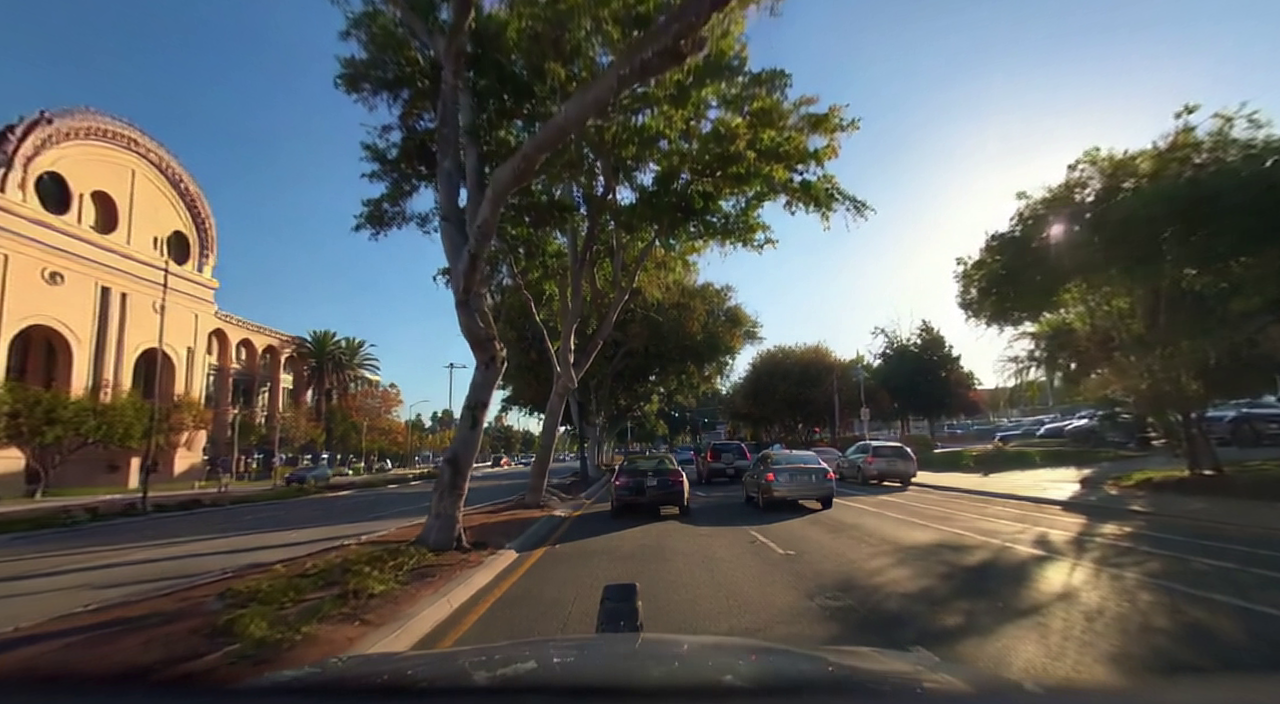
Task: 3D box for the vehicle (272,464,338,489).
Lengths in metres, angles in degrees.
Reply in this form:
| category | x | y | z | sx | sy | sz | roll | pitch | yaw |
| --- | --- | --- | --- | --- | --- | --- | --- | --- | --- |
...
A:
| category | x | y | z | sx | sy | sz | roll | pitch | yaw |
| --- | --- | --- | --- | --- | --- | --- | --- | --- | --- |
| vehicle | -23.726 | 8.833 | 44.947 | 1.957 | 1.493 | 4.900 | -1 | -8 | 0 |

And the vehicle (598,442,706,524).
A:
| category | x | y | z | sx | sy | sz | roll | pitch | yaw |
| --- | --- | --- | --- | --- | --- | --- | --- | --- | --- |
| vehicle | 0.206 | 2.784 | 13.964 | 2.050 | 1.521 | 3.747 | 0 | -8 | -1 |

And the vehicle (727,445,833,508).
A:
| category | x | y | z | sx | sy | sz | roll | pitch | yaw |
| --- | --- | --- | --- | --- | --- | --- | --- | --- | --- |
| vehicle | 3.616 | 3.260 | 17.099 | 1.833 | 1.465 | 4.258 | 0 | -8 | -1 |

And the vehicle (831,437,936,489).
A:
| category | x | y | z | sx | sy | sz | roll | pitch | yaw |
| --- | --- | --- | --- | --- | --- | --- | --- | --- | --- |
| vehicle | 8.785 | 4.030 | 23.329 | 1.994 | 1.715 | 4.777 | 0 | -8 | 0 |
